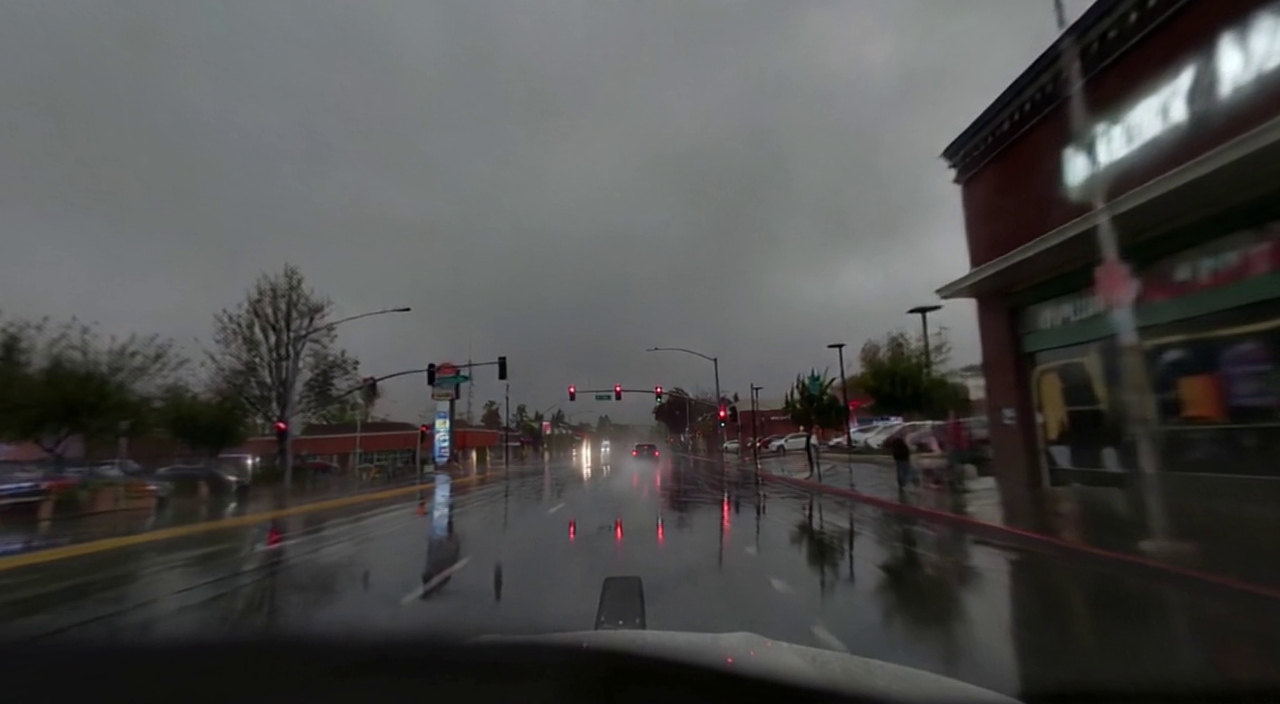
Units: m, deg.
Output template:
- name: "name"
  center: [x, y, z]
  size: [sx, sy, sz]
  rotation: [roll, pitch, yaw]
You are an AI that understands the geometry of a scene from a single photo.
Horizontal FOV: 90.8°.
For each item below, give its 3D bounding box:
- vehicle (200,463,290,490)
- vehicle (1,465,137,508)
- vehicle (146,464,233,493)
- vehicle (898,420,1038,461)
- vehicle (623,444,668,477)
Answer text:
- name: "vehicle"
  center: [-25.661, 8.073, 41.155]
  size: [2.007, 1.466, 4.543]
  rotation: [-8, -11, 42]
- name: "vehicle"
  center: [-25.928, 6.096, 28.907]
  size: [4.256, 1.697, 1.817]
  rotation: [5, -10, -33]
- name: "vehicle"
  center: [-26.183, 7.315, 36.756]
  size: [3.790, 1.515, 1.704]
  rotation: [8, -12, -43]
- name: "vehicle"
  center: [13.084, 3.552, 25.413]
  size: [4.466, 1.553, 2.060]
  rotation: [0, -9, -1]
- name: "vehicle"
  center: [0.265, 5.086, 29.925]
  size: [1.977, 1.451, 4.032]
  rotation: [0, -9, 1]
